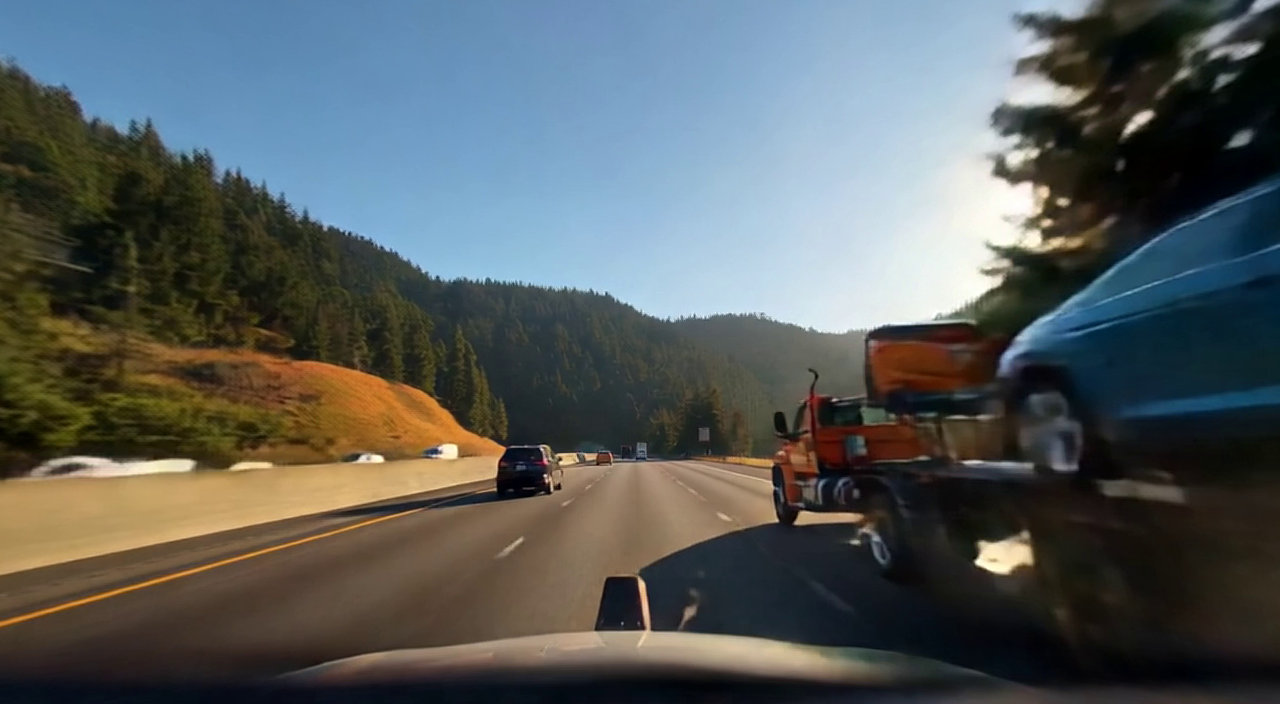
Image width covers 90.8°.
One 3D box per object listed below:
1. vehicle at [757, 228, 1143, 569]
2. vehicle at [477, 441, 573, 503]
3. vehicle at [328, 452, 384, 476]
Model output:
[{"bbox_3d":[3.983,0.892,10.049,3.016,3.891,5.767,0,-9,0],"label":"vehicle"},{"bbox_3d":[-3.137,3.372,18.050,1.944,1.548,4.051,0,-9,0],"label":"vehicle"},{"bbox_3d":[-19.165,7.532,42.774,1.802,1.487,4.304,0,-9,0],"label":"vehicle"}]
